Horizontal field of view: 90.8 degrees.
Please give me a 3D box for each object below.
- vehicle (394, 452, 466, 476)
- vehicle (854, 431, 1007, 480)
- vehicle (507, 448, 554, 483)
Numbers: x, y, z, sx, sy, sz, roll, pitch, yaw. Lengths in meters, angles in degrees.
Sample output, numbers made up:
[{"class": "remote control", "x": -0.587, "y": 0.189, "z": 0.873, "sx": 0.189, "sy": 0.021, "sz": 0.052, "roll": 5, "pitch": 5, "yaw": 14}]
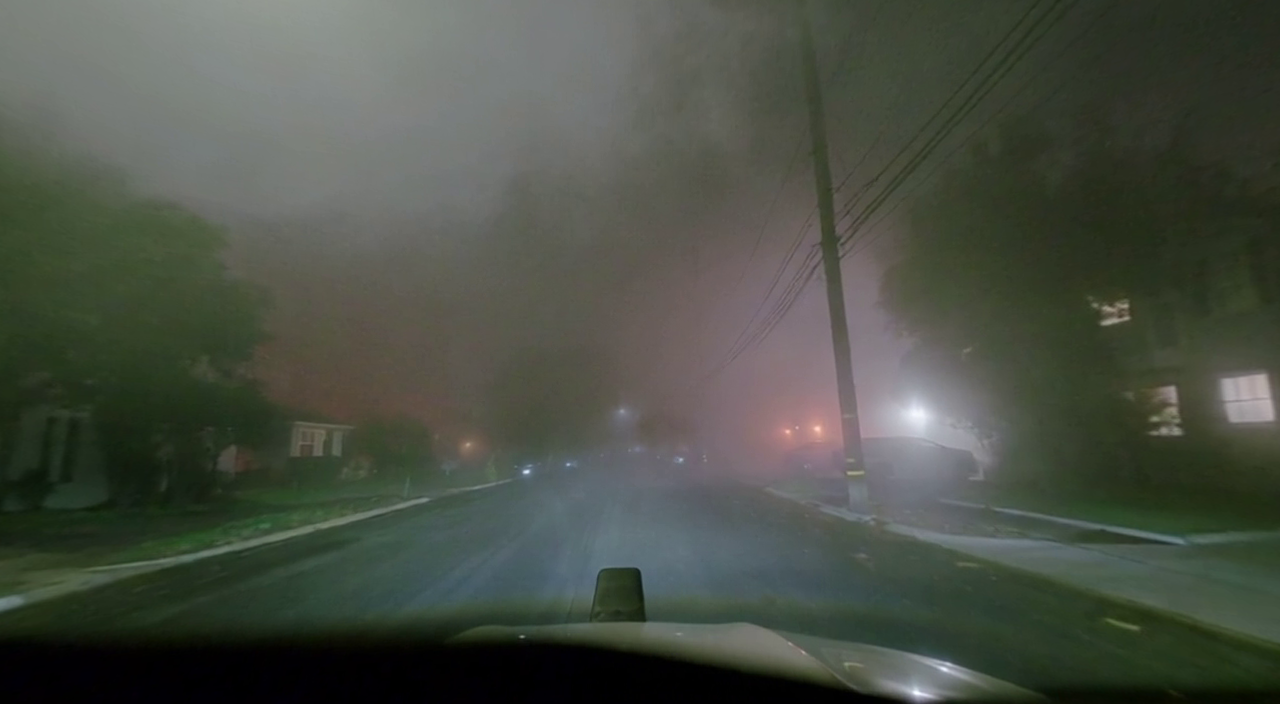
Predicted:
[{"class": "vehicle", "x": -16.299, "y": 8.719, "z": 49.214, "sx": 4.706, "sy": 1.681, "sz": 2.389, "roll": -2, "pitch": -9, "yaw": 5}, {"class": "vehicle", "x": 11.014, "y": 3.951, "z": 24.236, "sx": 4.782, "sy": 1.748, "sz": 2.106, "roll": 0, "pitch": -9, "yaw": 1}, {"class": "vehicle", "x": -6.314, "y": 6.575, "z": 36.846, "sx": 2.035, "sy": 1.736, "sz": 3.955, "roll": -2, "pitch": -7, "yaw": -1}]
